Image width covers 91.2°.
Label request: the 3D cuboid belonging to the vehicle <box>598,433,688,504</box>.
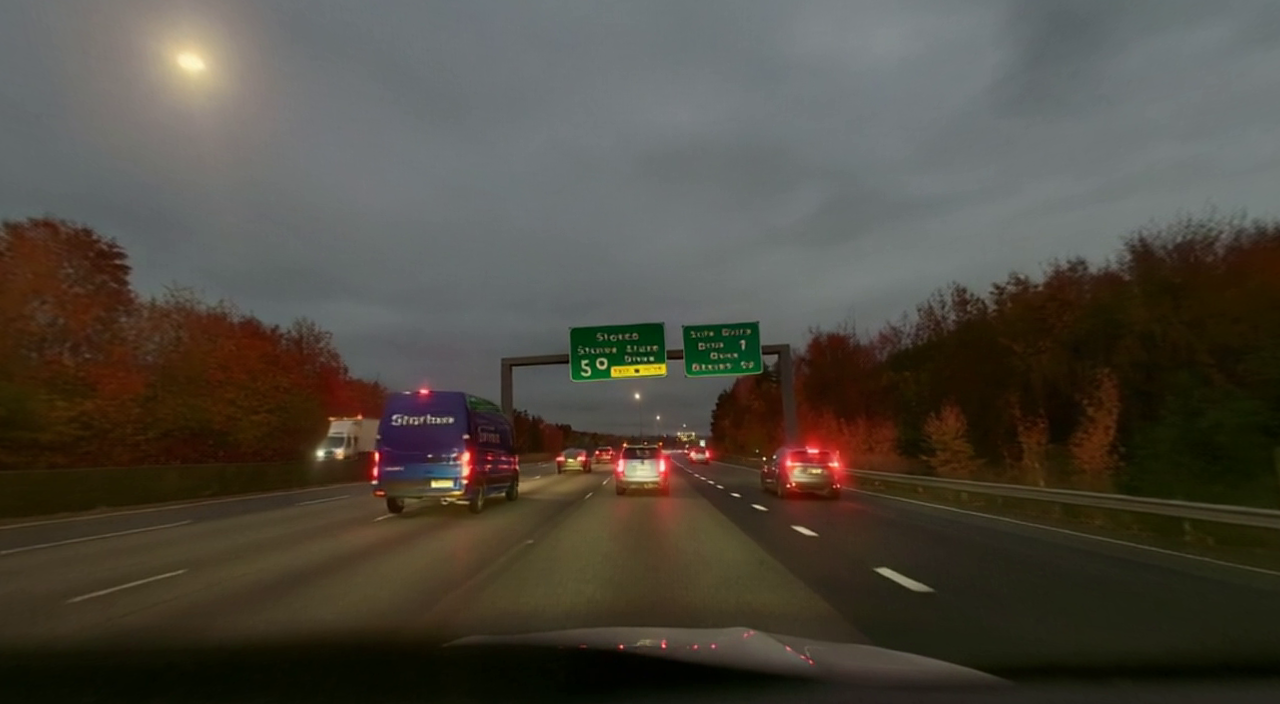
[{"bbox_3d":[0.095,3.147,17.284,2.195,1.679,4.070,0,-9,1],"label":"vehicle"}]

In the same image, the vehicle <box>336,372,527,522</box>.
[{"bbox_3d":[-4.272,2.145,14.260,2.275,2.692,5.810,0,-9,0],"label":"vehicle"}]

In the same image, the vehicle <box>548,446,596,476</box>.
[{"bbox_3d":[-3.612,5.888,33.985,2.015,1.496,4.312,0,-9,1],"label":"vehicle"}]
